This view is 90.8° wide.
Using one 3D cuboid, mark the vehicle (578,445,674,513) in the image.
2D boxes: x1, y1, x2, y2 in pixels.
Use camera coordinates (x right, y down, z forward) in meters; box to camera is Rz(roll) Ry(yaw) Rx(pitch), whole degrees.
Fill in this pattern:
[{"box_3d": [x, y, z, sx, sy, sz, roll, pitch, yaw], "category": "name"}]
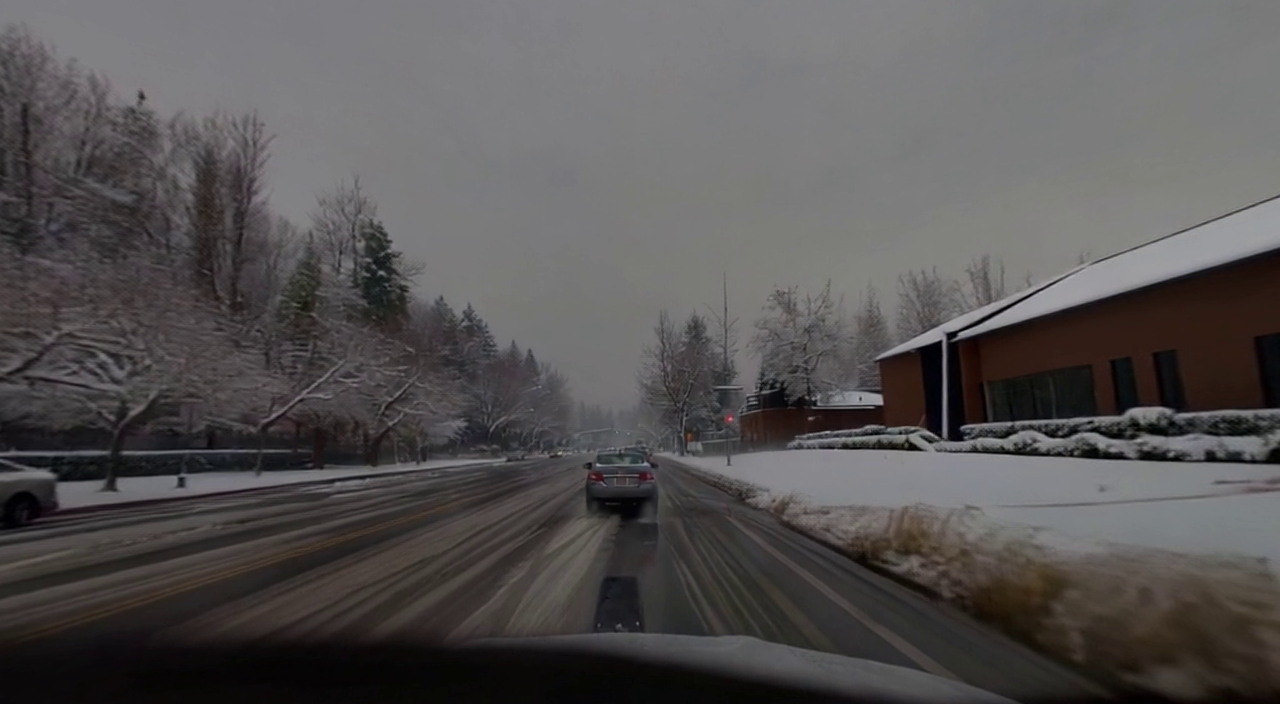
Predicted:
[{"box_3d": [-0.350, 3.153, 16.205, 2.116, 1.479, 4.358, 0, -9, -1], "category": "vehicle"}]
